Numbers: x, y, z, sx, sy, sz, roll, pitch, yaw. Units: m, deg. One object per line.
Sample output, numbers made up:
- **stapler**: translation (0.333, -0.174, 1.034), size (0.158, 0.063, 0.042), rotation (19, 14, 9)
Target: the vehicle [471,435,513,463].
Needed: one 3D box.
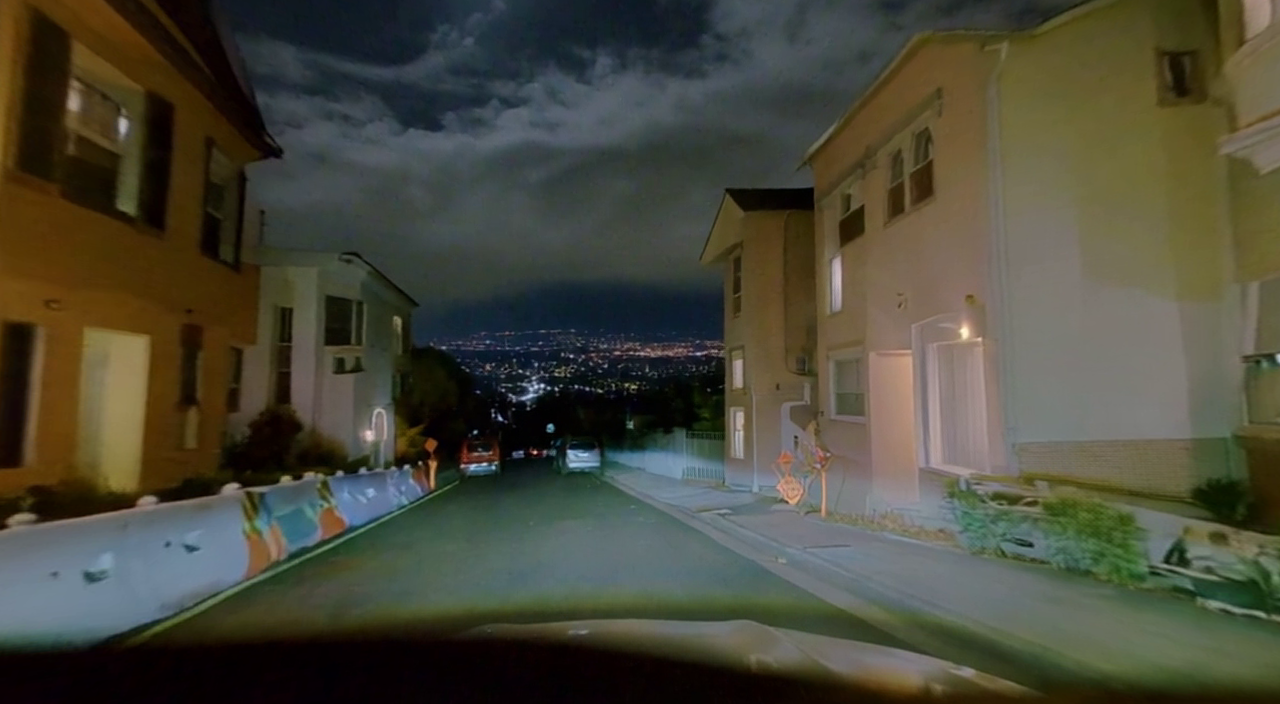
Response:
- **vehicle**: translation (-8.603, 5.613, 36.831), size (1.834, 1.543, 3.497), rotation (0, -8, -4)

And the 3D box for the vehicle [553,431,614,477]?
- **vehicle**: translation (-2.441, 4.195, 26.309), size (2.066, 1.739, 4.234), rotation (1, -8, -11)
